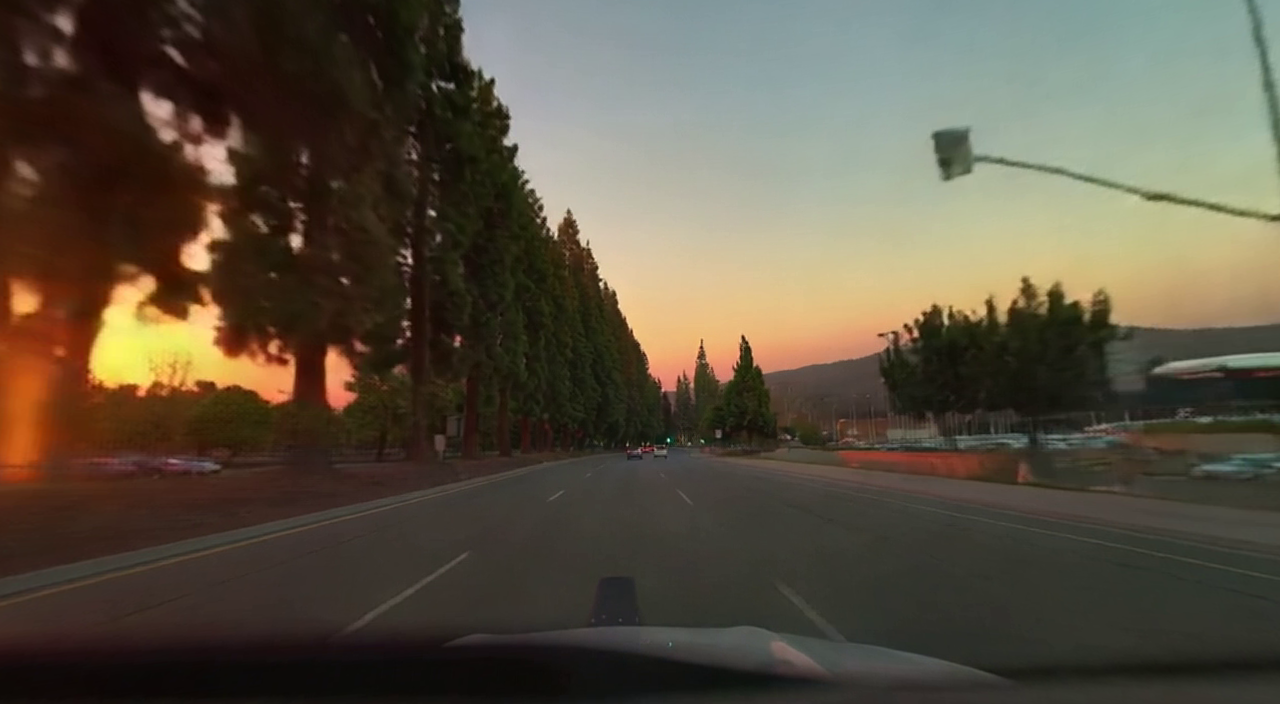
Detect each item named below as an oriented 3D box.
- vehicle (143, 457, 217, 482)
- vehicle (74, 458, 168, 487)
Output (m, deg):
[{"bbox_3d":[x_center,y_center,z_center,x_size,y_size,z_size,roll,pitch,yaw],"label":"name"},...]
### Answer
[{"bbox_3d":[-32.912,8.397,45.355,1.994,1.599,4.308,-2,-9,0],"label":"vehicle"},{"bbox_3d":[-33.036,7.664,40.404,1.998,1.538,4.666,-2,-9,1],"label":"vehicle"}]
